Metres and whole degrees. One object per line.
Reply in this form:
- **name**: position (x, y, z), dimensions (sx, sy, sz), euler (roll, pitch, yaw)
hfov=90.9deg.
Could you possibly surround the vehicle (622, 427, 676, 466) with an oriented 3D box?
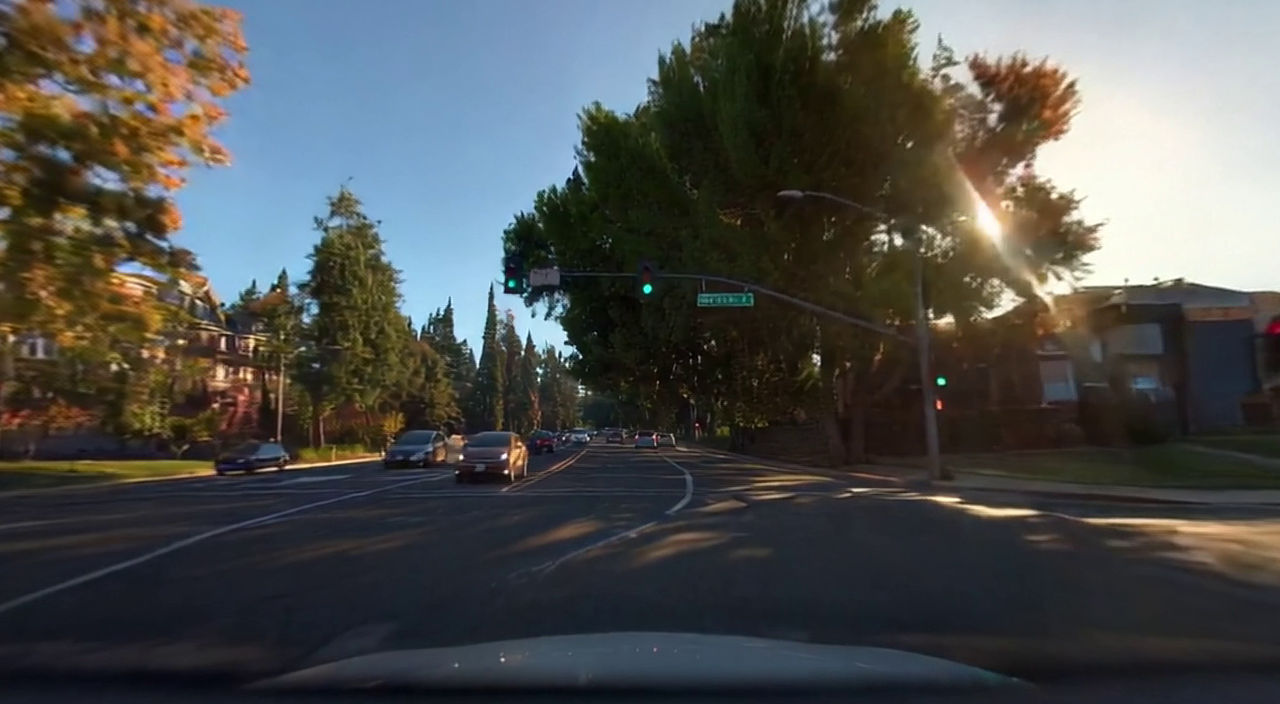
- **vehicle**: position (0.381, 4.564, 30.639), dimensions (2.437, 1.737, 4.420), euler (0, -8, 0)

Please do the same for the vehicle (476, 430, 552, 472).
- **vehicle**: position (-4.799, 3.849, 24.691), dimensions (1.994, 1.494, 4.599), euler (0, -8, 1)

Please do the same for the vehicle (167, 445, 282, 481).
- **vehicle**: position (-18.480, 4.922, 28.348), dimensions (1.915, 1.477, 4.411), euler (-1, -8, 5)

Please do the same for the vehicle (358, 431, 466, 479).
- **vehicle**: position (-7.848, 3.588, 22.264), dimensions (2.154, 1.499, 4.461), euler (0, -8, 0)
